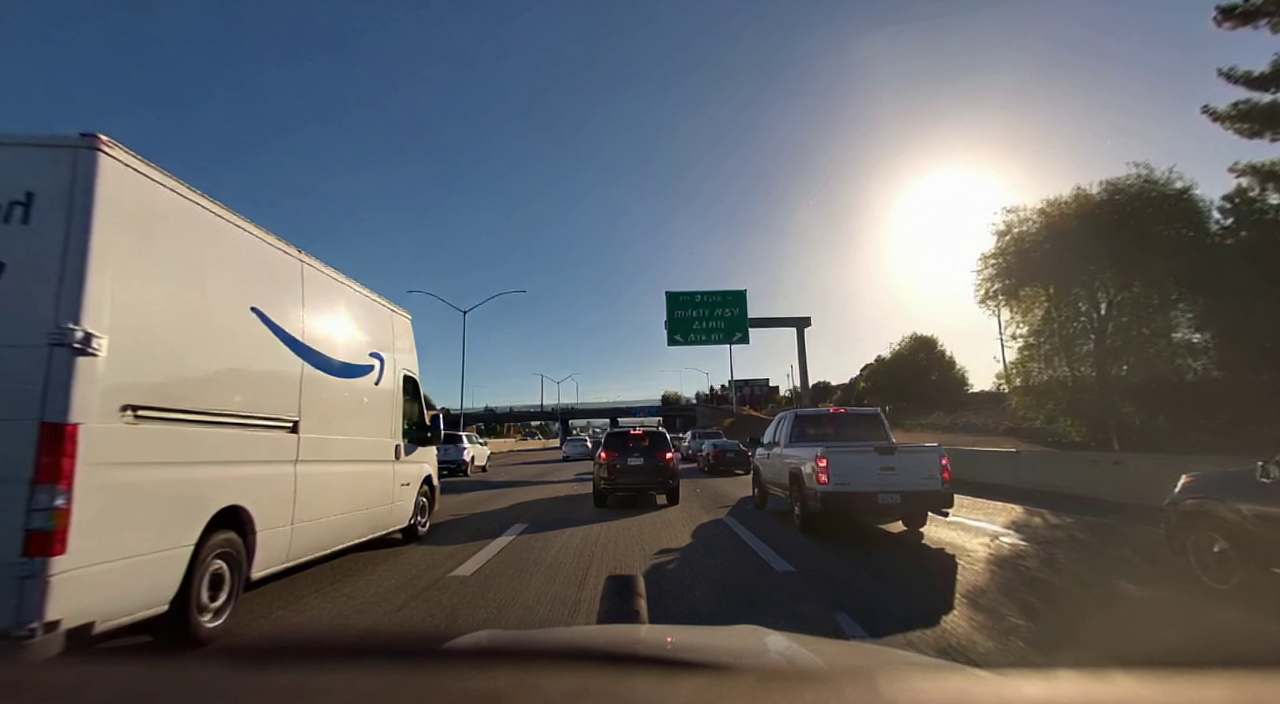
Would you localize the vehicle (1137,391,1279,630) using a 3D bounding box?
[{"bbox_3d":[5.589,1.010,3.646,1.987,1.689,4.098,1,-8,-1],"label":"vehicle"}]

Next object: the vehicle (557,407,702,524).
[{"bbox_3d":[-0.144,2.116,12.210,2.287,1.823,4.369,0,-8,0],"label":"vehicle"}]

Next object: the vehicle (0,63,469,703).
[{"bbox_3d":[-3.720,0.642,5.763,2.415,2.821,6.636,0,-8,0],"label":"vehicle"}]

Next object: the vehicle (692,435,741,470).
[{"bbox_3d":[3.969,5.310,33.531,2.064,1.720,4.416,0,-8,0],"label":"vehicle"}]

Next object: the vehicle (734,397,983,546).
[{"bbox_3d":[3.193,1.916,10.715,2.341,1.890,5.144,1,-8,-1],"label":"vehicle"}]
